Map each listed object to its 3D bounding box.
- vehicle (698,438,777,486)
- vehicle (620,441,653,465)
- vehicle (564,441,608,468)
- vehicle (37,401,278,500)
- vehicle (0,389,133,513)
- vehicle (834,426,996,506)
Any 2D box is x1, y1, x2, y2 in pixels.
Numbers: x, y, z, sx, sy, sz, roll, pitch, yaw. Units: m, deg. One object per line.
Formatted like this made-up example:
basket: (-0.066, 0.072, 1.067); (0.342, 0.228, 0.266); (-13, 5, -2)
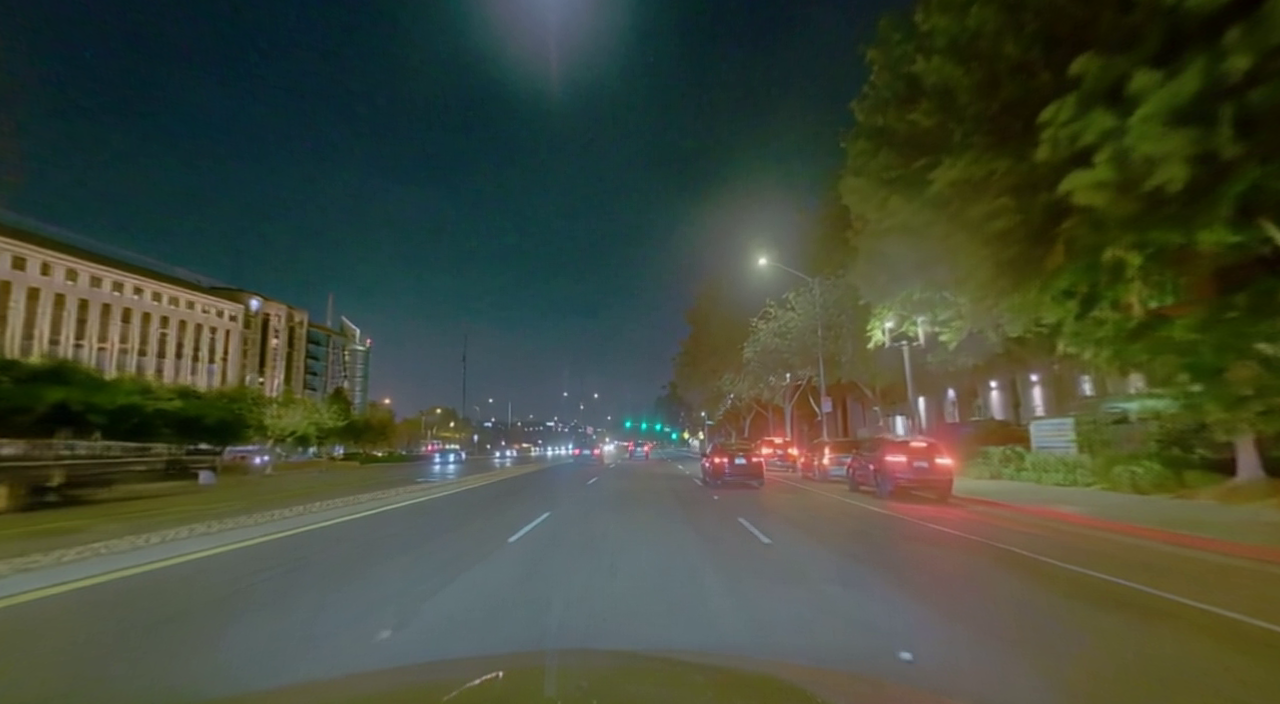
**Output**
vehicle: (3.239, 3.751, 21.847); (1.990, 1.486, 4.431); (0, -8, 0)
vehicle: (-0.219, 6.745, 42.355); (2.101, 1.480, 3.929); (0, -8, 1)
vehicle: (-3.093, 5.989, 36.967); (2.082, 1.467, 4.379); (0, -8, 1)
vehicle: (-19.083, 4.030, 26.092); (2.780, 3.339, 8.934); (0, -8, 1)
vehicle: (-19.195, 2.686, 16.969); (2.995, 3.396, 9.534); (0, -8, 1)
vehicle: (6.877, 2.898, 16.495); (2.023, 1.758, 4.795); (0, -8, 0)
